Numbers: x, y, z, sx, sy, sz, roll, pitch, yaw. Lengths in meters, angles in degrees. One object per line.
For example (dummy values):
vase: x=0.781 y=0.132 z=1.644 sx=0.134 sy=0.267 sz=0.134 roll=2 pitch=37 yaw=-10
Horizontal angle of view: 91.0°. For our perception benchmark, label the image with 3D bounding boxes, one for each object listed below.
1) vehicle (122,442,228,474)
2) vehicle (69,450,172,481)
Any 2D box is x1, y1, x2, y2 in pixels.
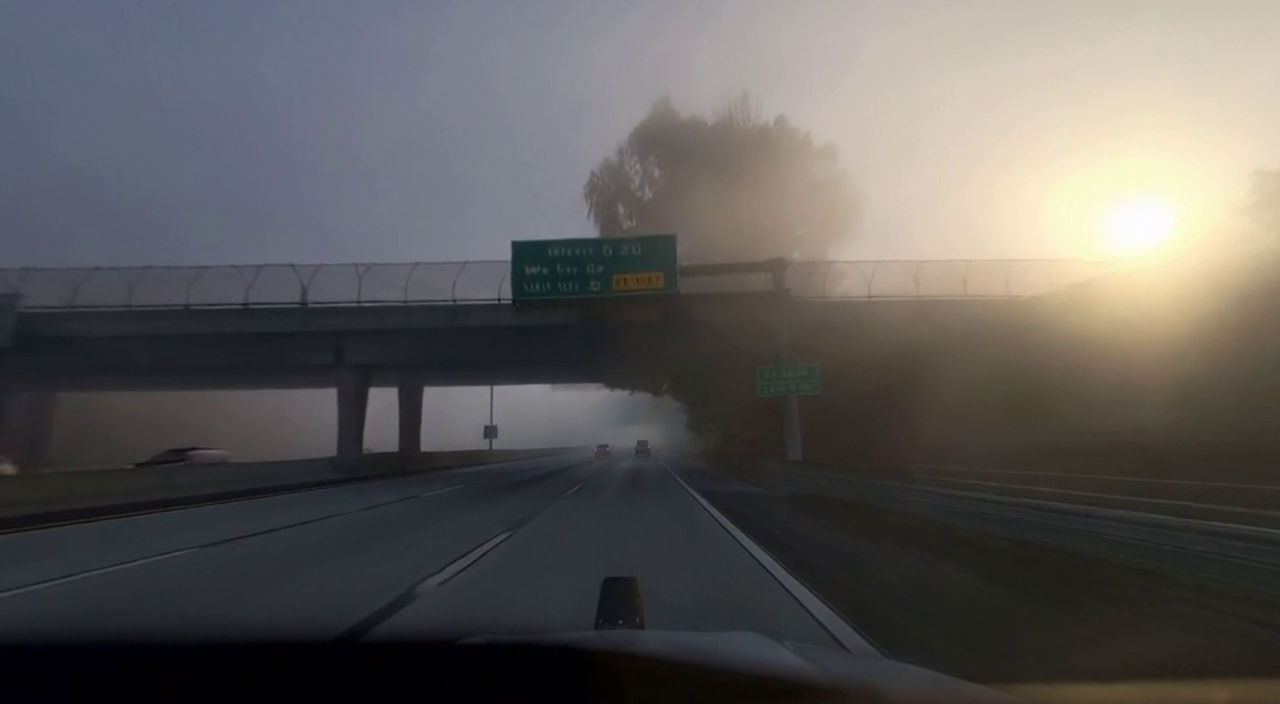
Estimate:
vehicle: x=-24.687 y=5.631 z=33.661 sx=2.126 sy=1.588 sz=4.557 roll=0 pitch=-8 yaw=1
vehicle: x=-28.517 y=6.220 z=34.793 sx=1.871 sy=1.514 sz=4.413 roll=0 pitch=-9 yaw=0
